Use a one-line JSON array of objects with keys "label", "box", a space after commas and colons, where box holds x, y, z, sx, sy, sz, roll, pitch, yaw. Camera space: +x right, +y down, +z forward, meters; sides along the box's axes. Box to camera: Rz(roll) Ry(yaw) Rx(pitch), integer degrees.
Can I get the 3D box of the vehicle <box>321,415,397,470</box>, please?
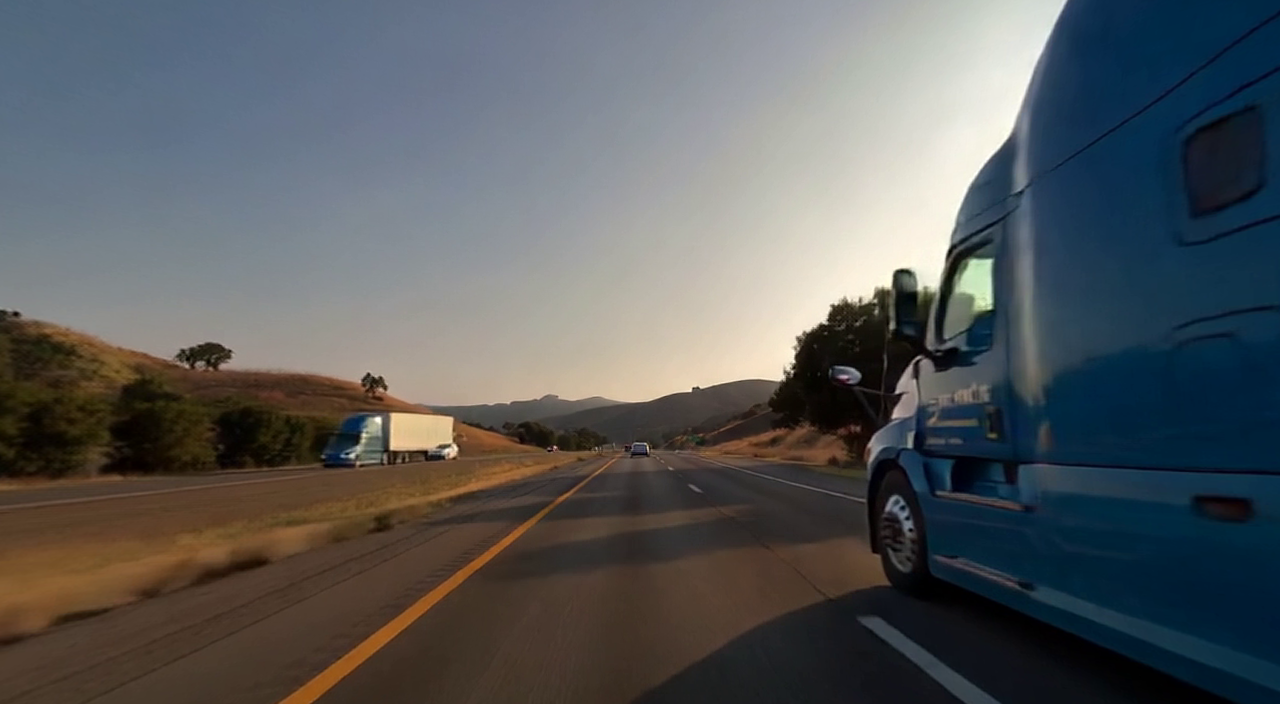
[{"label": "vehicle", "box": [-21.765, 7.080, 49.376, 3.037, 3.975, 6.193, 0, -8, -1]}]
